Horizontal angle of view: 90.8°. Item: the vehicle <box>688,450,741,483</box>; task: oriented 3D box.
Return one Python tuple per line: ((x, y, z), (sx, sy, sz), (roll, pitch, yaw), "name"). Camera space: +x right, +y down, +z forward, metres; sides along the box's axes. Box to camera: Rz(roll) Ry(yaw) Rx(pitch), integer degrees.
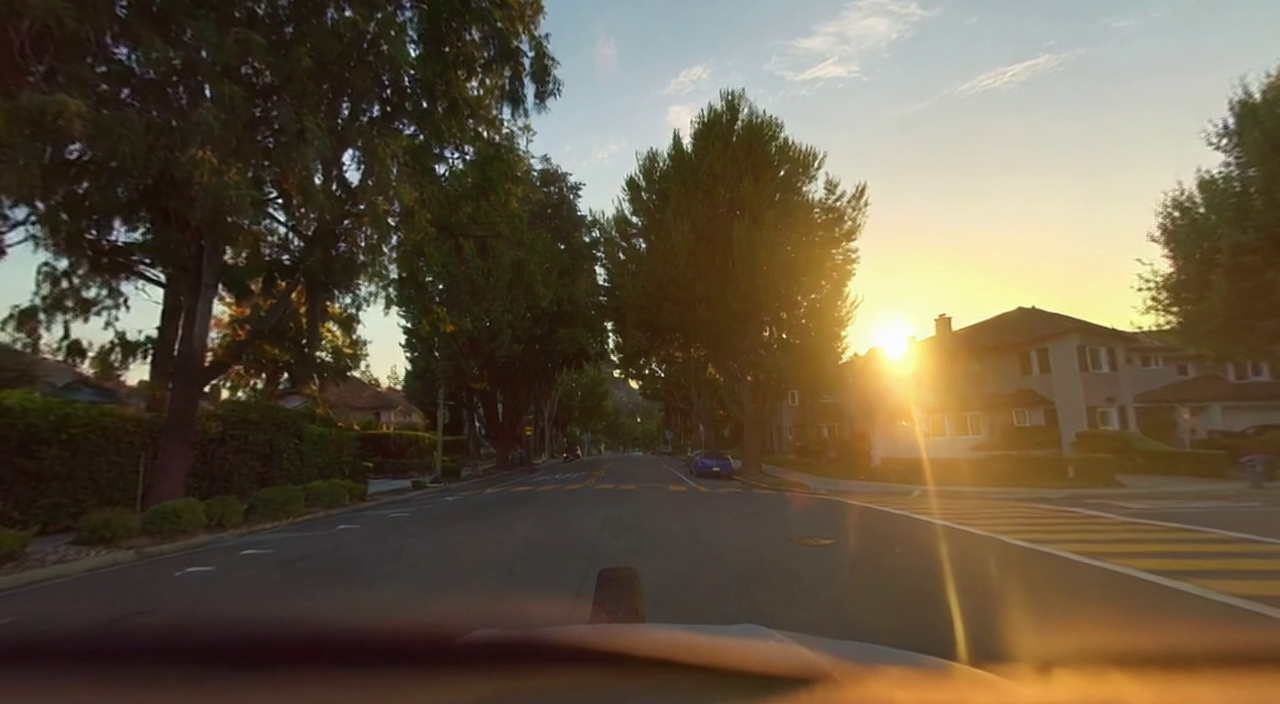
((3.629, 5.633, 31.460), (1.961, 1.472, 4.434), (0, -9, -2), "vehicle")
